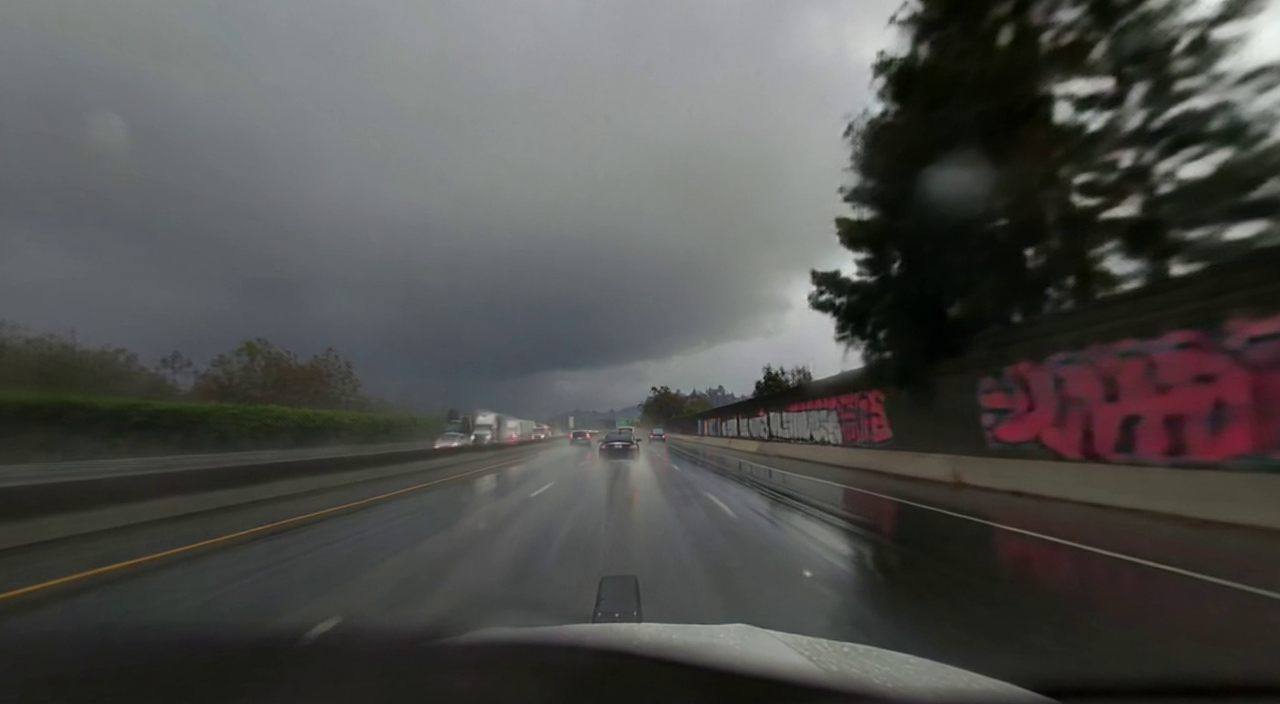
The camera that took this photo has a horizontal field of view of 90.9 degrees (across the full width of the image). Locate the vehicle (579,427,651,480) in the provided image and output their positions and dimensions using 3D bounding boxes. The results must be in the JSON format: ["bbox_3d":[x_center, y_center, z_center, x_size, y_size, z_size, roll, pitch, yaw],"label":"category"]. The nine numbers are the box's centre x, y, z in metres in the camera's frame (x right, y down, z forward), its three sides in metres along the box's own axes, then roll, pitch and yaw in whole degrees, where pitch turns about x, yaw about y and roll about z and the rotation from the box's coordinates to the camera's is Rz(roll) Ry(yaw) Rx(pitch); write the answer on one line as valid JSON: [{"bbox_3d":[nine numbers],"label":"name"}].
[{"bbox_3d":[-0.739,3.137,19.784,2.044,1.477,3.693,0,-8,-1],"label":"vehicle"}]

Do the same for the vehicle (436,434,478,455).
[{"bbox_3d":[-13.098,6.638,45.336,1.845,1.450,4.126,0,-8,-1],"label":"vehicle"}]

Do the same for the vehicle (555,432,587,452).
[{"bbox_3d":[-5.188,6.831,47.969,2.022,1.440,4.491,0,-8,-1],"label":"vehicle"}]
